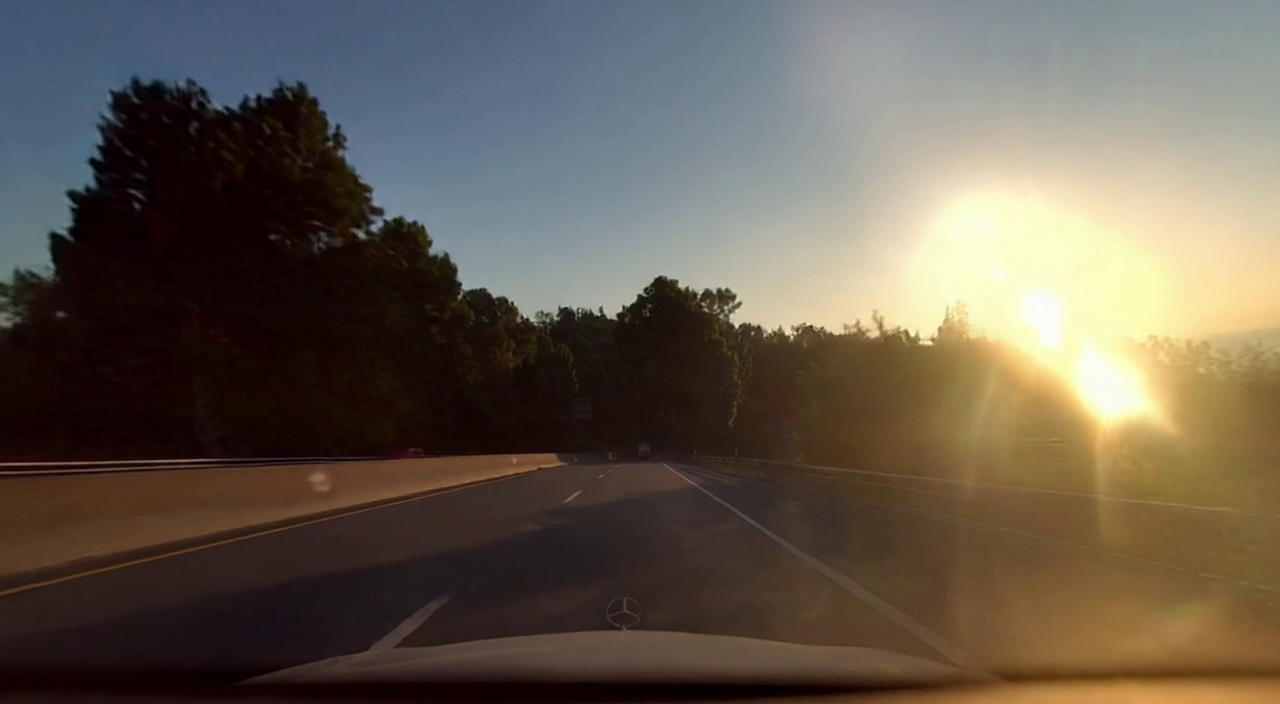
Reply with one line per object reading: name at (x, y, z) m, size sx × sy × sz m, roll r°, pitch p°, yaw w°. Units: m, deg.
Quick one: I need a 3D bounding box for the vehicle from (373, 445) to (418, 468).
vehicle at (-15.250, 6.546, 39.473) m, size 1.572 × 1.339 × 3.317 m, roll 0°, pitch -9°, yaw -3°
